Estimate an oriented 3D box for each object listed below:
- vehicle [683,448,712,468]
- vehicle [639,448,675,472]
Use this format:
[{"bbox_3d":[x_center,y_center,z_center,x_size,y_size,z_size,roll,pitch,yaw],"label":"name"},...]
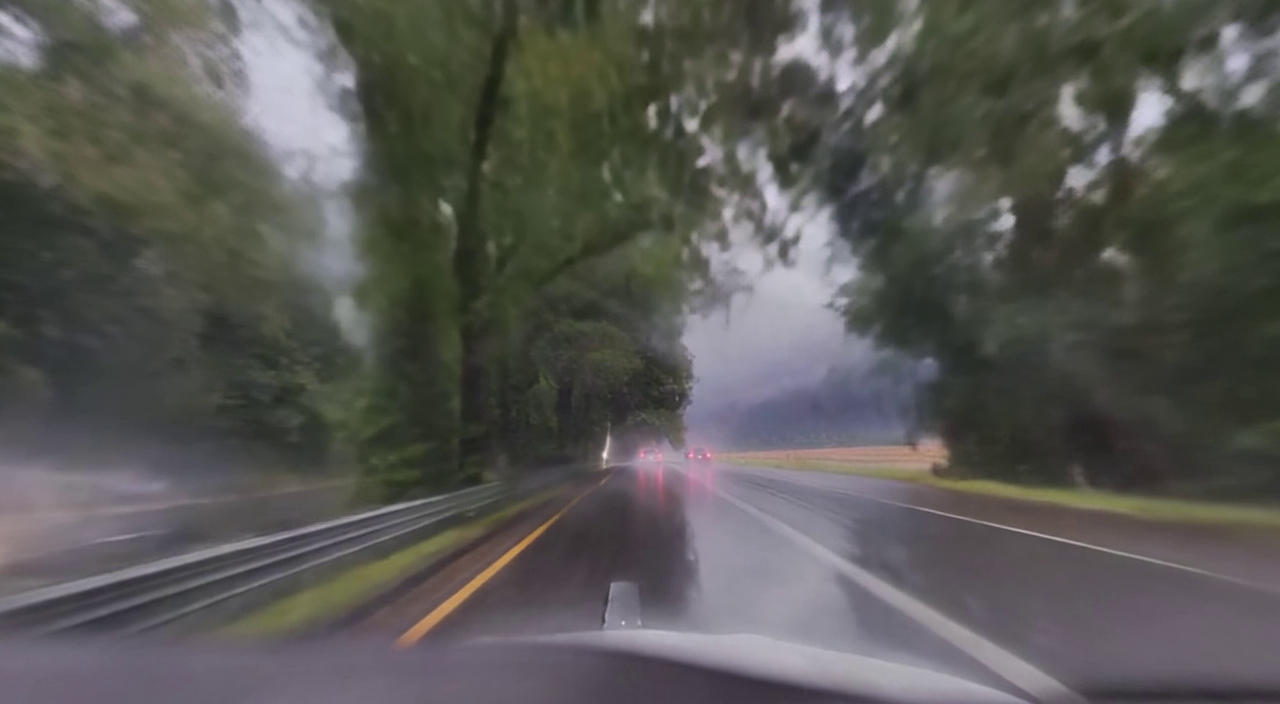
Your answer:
[{"bbox_3d":[4.437,8.264,49.100,1.846,1.485,3.679,0,-9,-1],"label":"vehicle"},{"bbox_3d":[1.076,7.010,41.026,2.162,1.492,3.975,0,-9,-1],"label":"vehicle"}]
